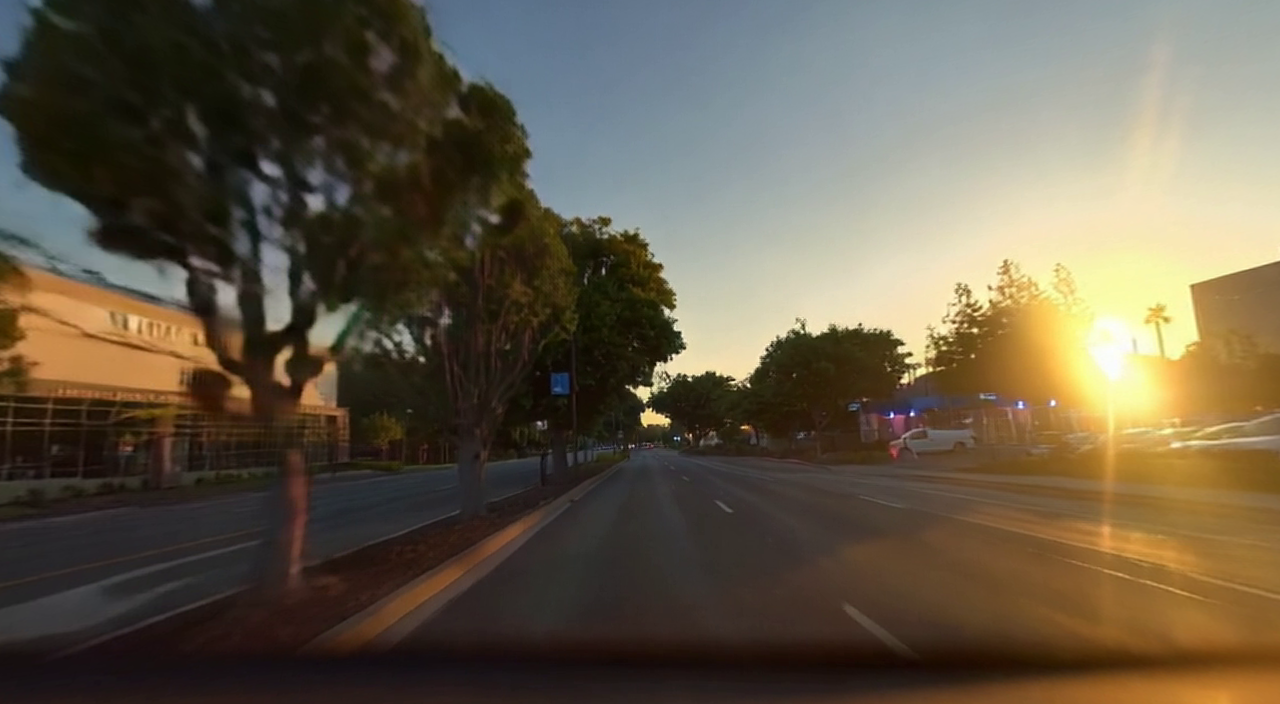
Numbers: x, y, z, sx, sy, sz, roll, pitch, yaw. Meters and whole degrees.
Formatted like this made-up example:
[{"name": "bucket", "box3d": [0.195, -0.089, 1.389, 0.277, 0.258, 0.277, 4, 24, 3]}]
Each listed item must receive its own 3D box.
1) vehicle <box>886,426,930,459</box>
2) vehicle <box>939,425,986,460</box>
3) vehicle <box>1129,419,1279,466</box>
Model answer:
[{"name": "vehicle", "box3d": [17.938, 6.073, 42.241, 2.425, 2.043, 5.455, -4, -9, 22]}, {"name": "vehicle", "box3d": [21.859, 6.106, 42.928, 2.240, 2.095, 5.149, -6, -7, 22]}, {"name": "vehicle", "box3d": [19.515, 3.055, 21.463, 4.124, 1.473, 1.925, 0, -7, -2]}]
